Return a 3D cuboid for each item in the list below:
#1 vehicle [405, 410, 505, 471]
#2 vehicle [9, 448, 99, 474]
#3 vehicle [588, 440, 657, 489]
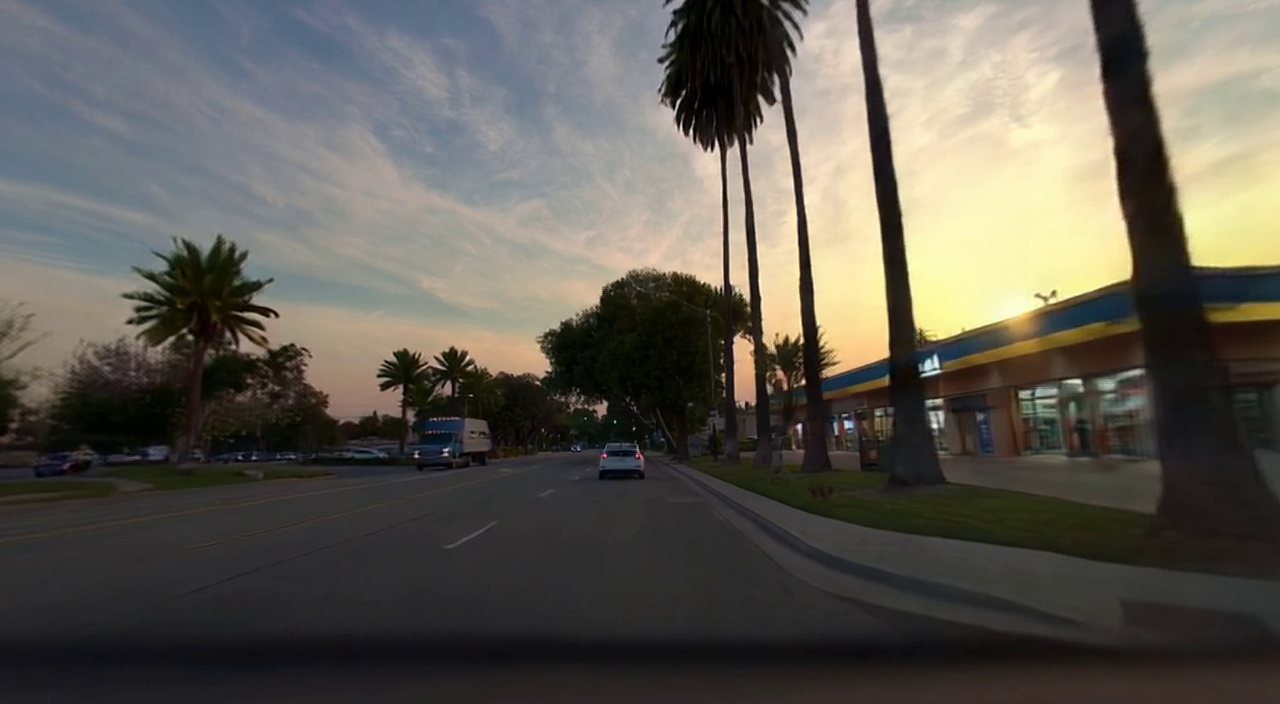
[{"bbox_3d":[-12.055,6.060,42.820,3.022,3.532,12.586,0,-9,0],"label":"vehicle"},{"bbox_3d":[-44.310,8.229,47.793,4.802,1.933,2.076,-1,-9,4],"label":"vehicle"},{"bbox_3d":[-0.560,3.719,21.225,2.076,1.486,4.119,0,-9,-1],"label":"vehicle"}]
